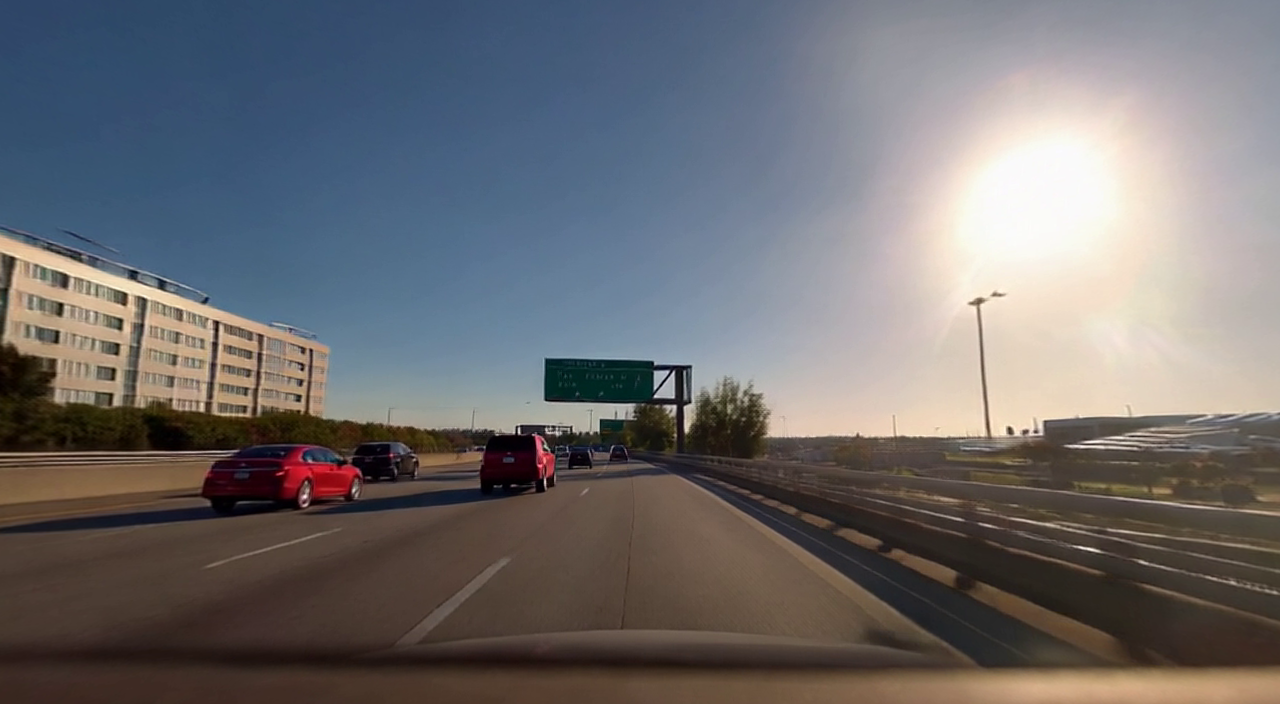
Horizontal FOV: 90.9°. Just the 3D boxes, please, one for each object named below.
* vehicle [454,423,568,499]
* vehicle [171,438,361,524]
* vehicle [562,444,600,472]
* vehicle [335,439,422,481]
[{"bbox_3d":[-3.702,3.251,19.293,2.301,1.985,5.247,0,-8,1],"label":"vehicle"},{"bbox_3d":[-7.424,2.542,12.966,1.796,1.509,3.393,0,-8,0],"label":"vehicle"},{"bbox_3d":[-3.519,6.426,38.453,1.955,1.614,3.817,0,-8,0],"label":"vehicle"},{"bbox_3d":[-11.334,4.696,27.656,1.919,1.665,4.394,0,-8,0],"label":"vehicle"}]
